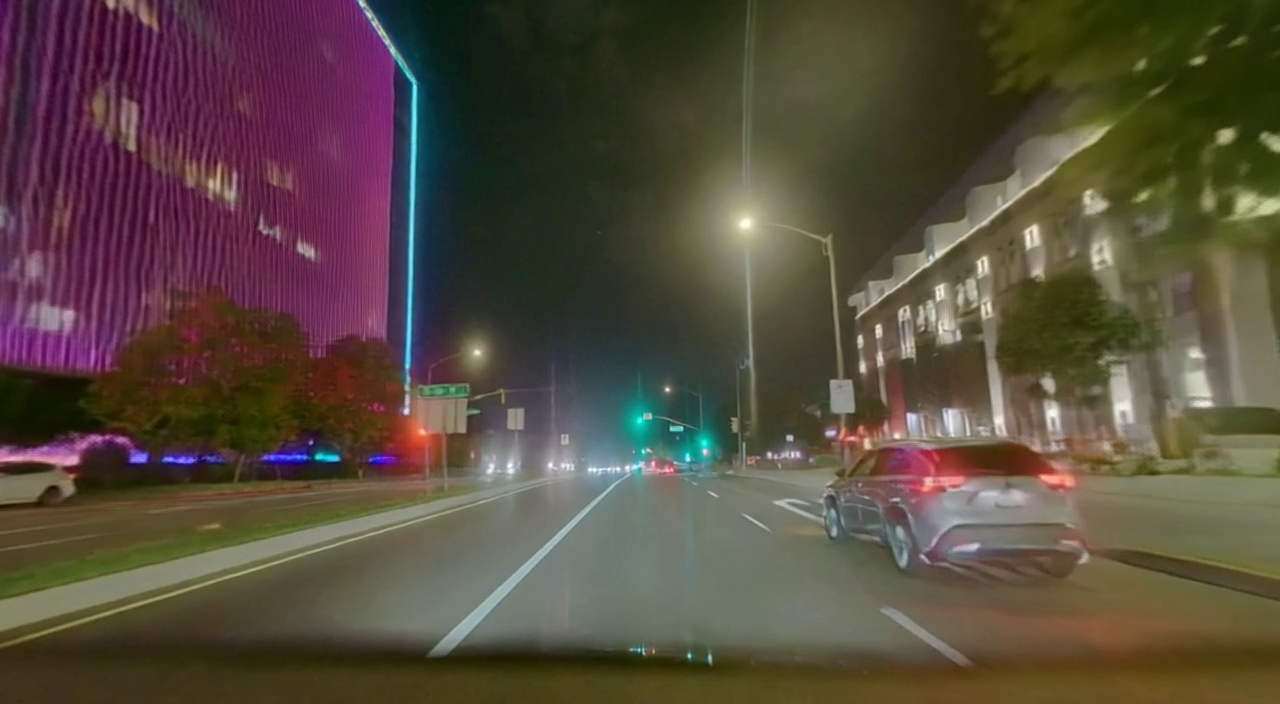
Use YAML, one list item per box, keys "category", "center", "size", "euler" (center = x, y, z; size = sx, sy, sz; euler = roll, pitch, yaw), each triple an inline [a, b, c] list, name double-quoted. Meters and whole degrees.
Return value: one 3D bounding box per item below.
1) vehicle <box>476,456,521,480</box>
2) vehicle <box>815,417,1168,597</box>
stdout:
- category: "vehicle"
  center: [-9.937, 8.170, 44.646]
  size: [1.957, 1.482, 4.706]
  euler: [-1, -9, 3]
- category: "vehicle"
  center: [3.682, 1.676, 7.647]
  size: [1.949, 1.583, 3.996]
  euler: [0, -9, 0]
